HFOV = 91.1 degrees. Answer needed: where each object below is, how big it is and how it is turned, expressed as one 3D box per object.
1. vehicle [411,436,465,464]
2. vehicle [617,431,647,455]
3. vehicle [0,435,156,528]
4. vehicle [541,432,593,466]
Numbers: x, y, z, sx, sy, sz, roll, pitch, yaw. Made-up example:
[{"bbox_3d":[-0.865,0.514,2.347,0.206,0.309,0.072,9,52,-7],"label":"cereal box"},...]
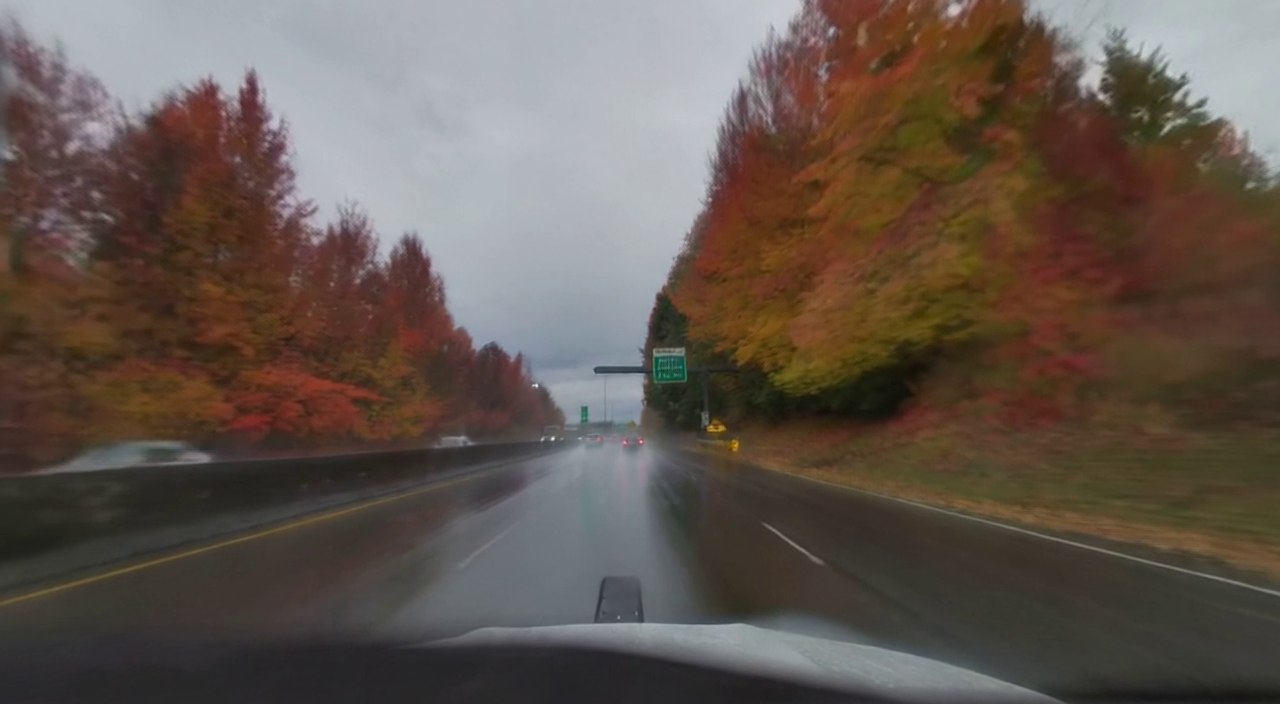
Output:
[{"bbox_3d":[-12.173,5.913,38.201,1.888,1.556,4.136,0,-8,0],"label":"vehicle"},{"bbox_3d":[-0.548,6.544,45.176,2.054,1.609,3.859,0,-8,-1],"label":"vehicle"},{"bbox_3d":[-11.728,2.366,11.894,1.872,1.550,4.089,0,-8,0],"label":"vehicle"},{"bbox_3d":[-3.469,4.679,30.578,1.989,1.497,4.645,0,-8,0],"label":"vehicle"}]
